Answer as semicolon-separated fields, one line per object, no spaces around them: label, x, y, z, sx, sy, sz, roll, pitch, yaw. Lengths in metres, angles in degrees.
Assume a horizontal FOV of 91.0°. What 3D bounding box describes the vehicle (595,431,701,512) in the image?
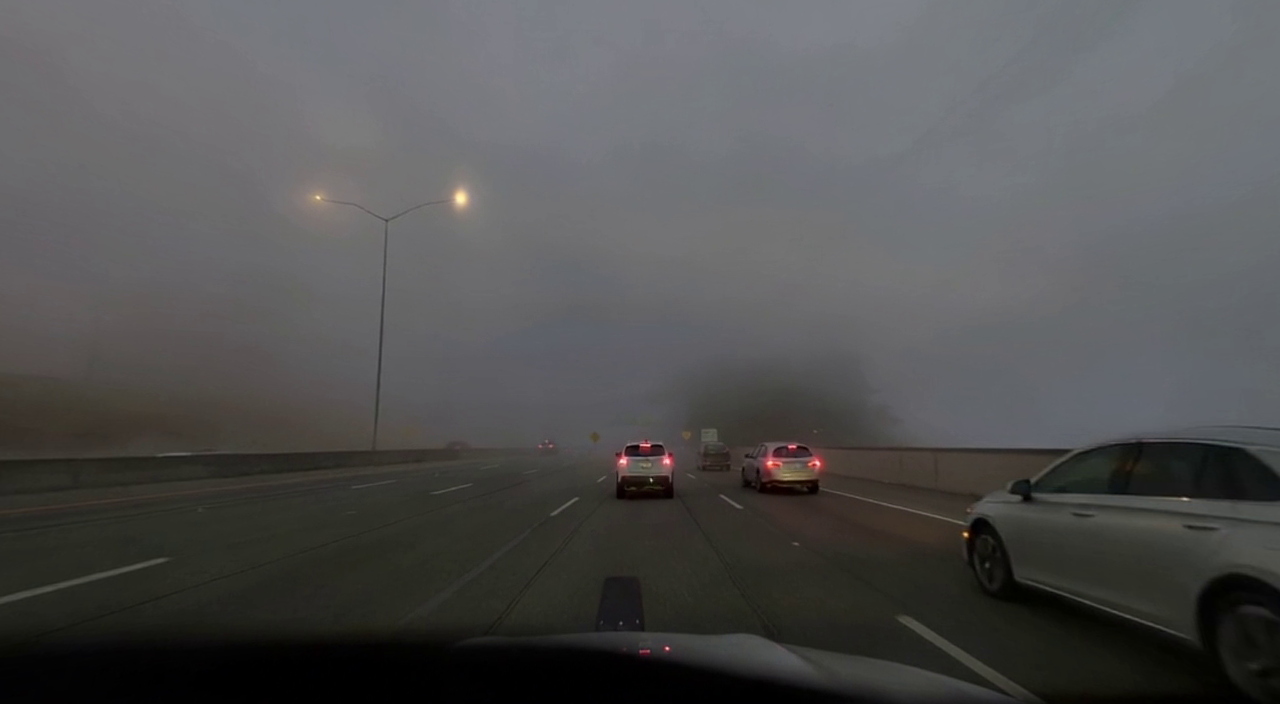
vehicle;0.166;2.616;14.220;2.044;1.554;3.824;0;-9;0

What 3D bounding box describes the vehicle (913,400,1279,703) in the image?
vehicle;3.695;1.159;3.975;1.979;1.504;4.377;0;-9;0

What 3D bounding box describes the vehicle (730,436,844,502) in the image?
vehicle;3.731;3.048;16.806;2.044;1.523;3.947;0;-9;-1
